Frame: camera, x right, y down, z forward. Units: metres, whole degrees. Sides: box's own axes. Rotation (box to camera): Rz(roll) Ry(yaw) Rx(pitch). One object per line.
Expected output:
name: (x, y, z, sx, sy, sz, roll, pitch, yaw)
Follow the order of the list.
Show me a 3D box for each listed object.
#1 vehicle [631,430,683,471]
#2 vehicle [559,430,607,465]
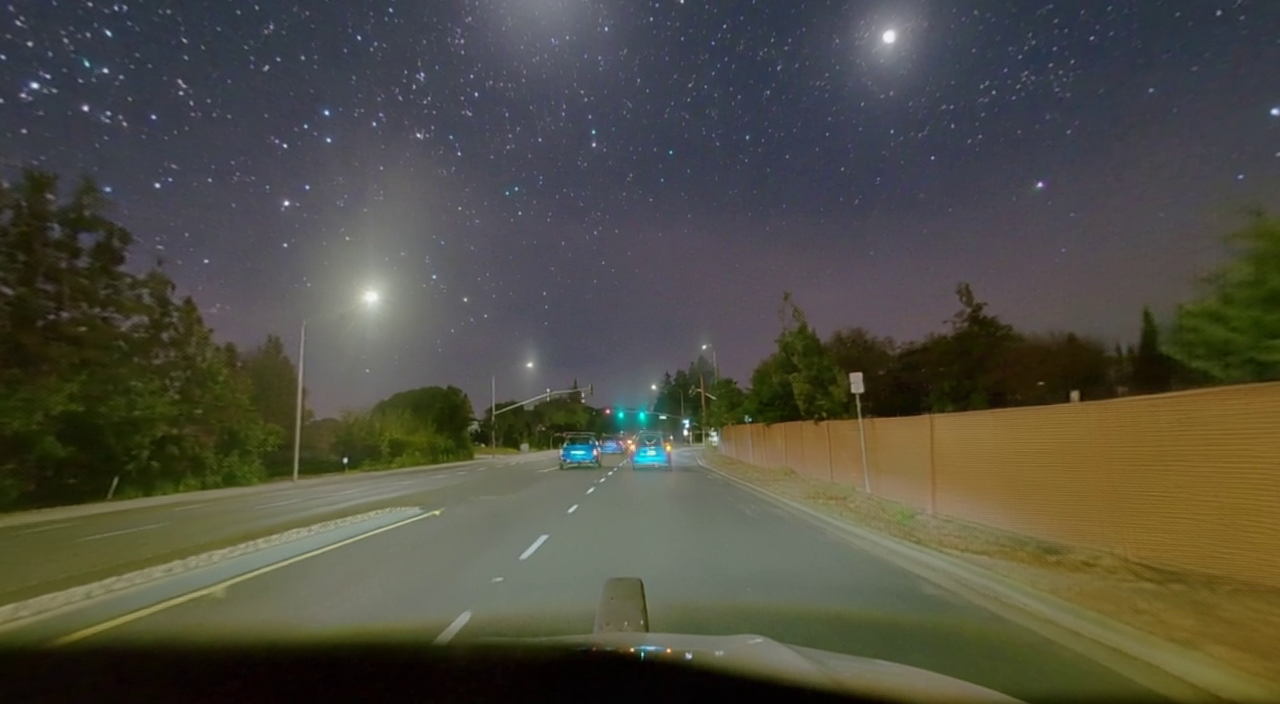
vehicle: (0.698, 4.320, 27.764, 2.127, 1.665, 3.993, 0, -8, 1)
vehicle: (-3.054, 5.279, 34.832, 2.190, 1.766, 4.394, 0, -8, 1)
